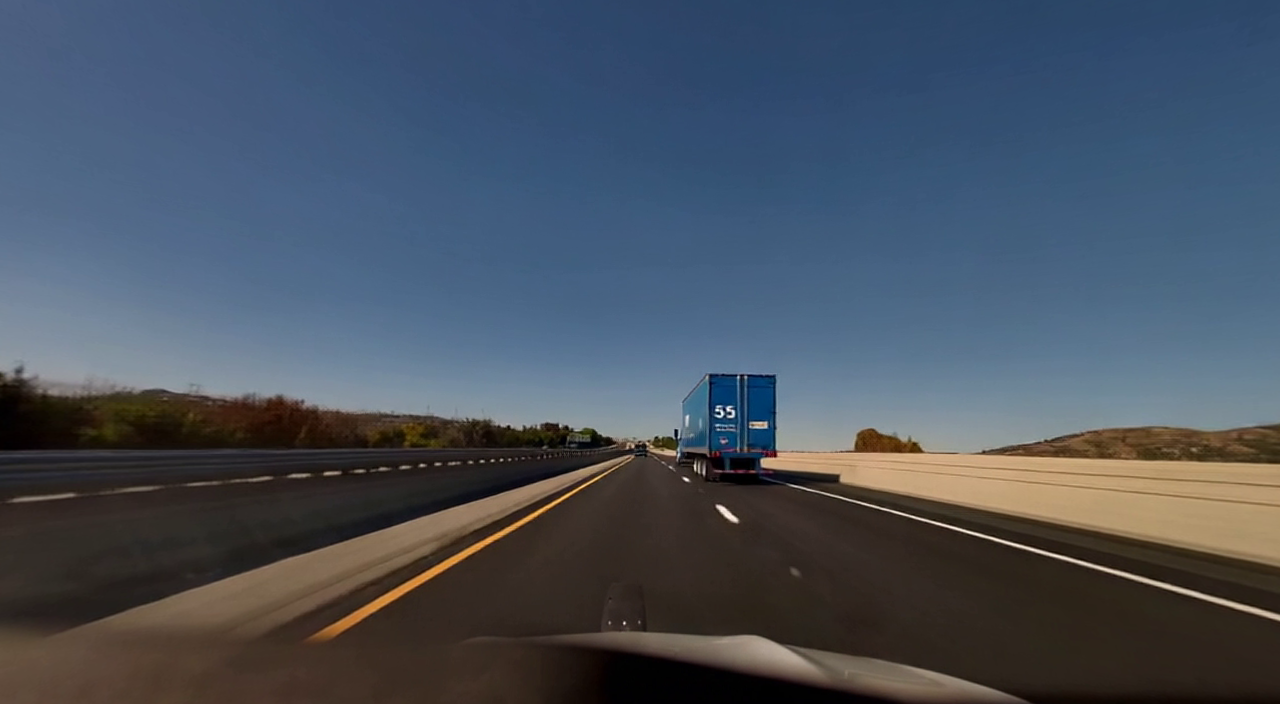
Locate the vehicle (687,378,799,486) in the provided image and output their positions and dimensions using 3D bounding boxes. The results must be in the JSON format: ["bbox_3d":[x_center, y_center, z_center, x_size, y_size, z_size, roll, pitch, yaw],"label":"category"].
[{"bbox_3d":[3.939,3.535,26.995,3.107,3.718,10.231,0,-9,0],"label":"vehicle"}]
